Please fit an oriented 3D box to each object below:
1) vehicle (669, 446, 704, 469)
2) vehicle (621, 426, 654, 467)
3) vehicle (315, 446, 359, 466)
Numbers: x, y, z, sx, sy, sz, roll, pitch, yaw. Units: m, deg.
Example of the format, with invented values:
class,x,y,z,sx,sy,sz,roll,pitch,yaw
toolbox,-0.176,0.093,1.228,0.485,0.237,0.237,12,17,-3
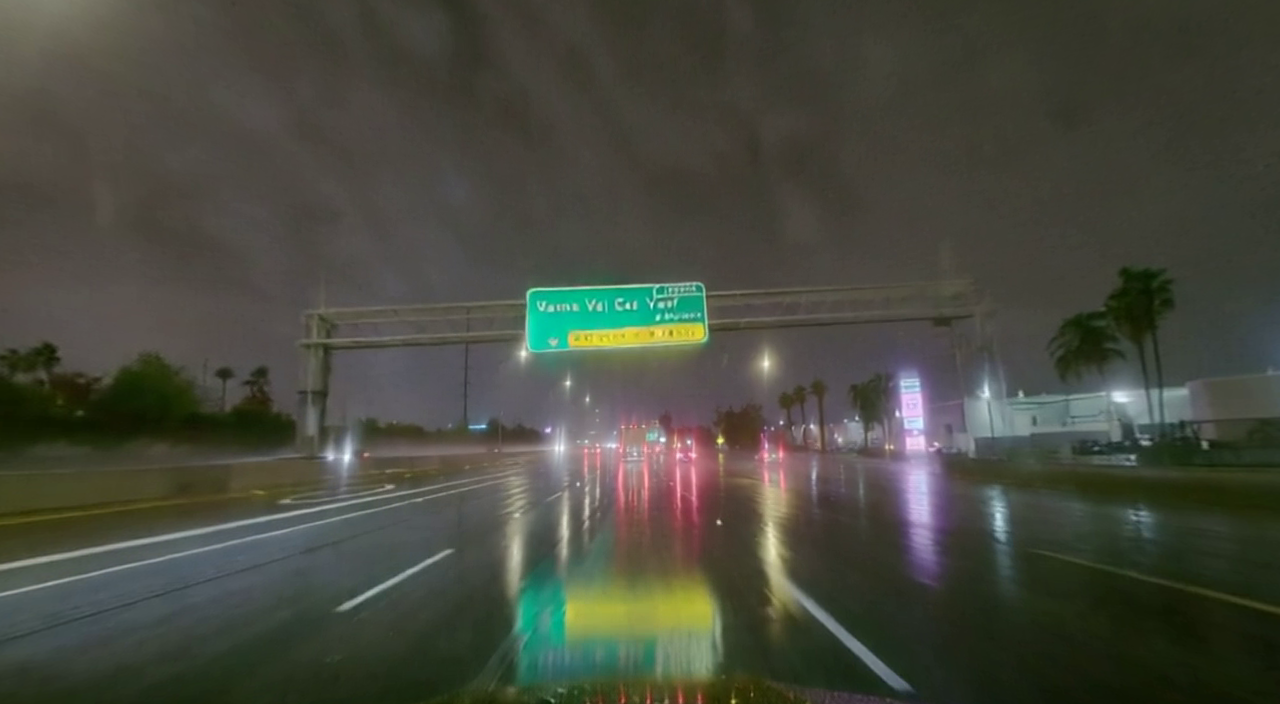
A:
class,x,y,z,sx,sy,sz,roll,pitch,yaw
vehicle,3.116,7.183,43.274,2.049,1.485,4.106,0,-9,-1
vehicle,-0.252,7.335,49.053,2.364,2.953,6.495,0,-9,-1
vehicle,-23.812,8.172,49.762,1.677,1.457,3.656,0,-9,-1
